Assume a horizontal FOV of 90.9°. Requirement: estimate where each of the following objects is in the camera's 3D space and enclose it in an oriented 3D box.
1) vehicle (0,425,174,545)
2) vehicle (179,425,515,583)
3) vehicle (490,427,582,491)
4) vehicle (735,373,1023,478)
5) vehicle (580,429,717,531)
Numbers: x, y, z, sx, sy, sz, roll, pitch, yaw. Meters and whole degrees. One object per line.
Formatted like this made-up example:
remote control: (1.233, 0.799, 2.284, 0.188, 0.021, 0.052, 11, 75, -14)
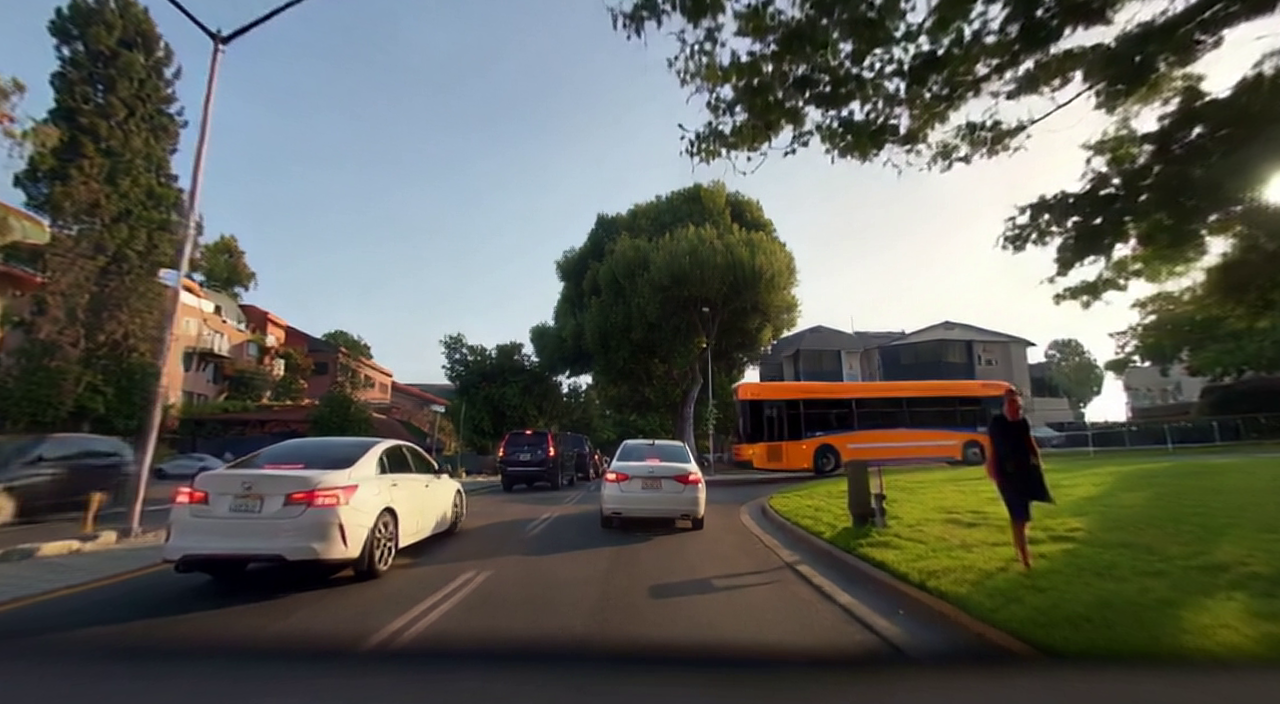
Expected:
vehicle: (-9.918, 2.017, 9.865, 2.086, 1.656, 4.010, 0, -8, 1)
vehicle: (-3.289, 1.789, 8.348, 1.953, 1.480, 4.522, -1, -8, 5)
vehicle: (-3.104, 3.315, 19.904, 2.017, 1.761, 4.572, 0, -8, 2)
vehicle: (8.650, 2.713, 22.781, 9.977, 3.303, 2.948, 3, -9, -19)
vehicle: (0.200, 2.184, 11.290, 2.020, 1.478, 3.922, -1, -8, 2)
